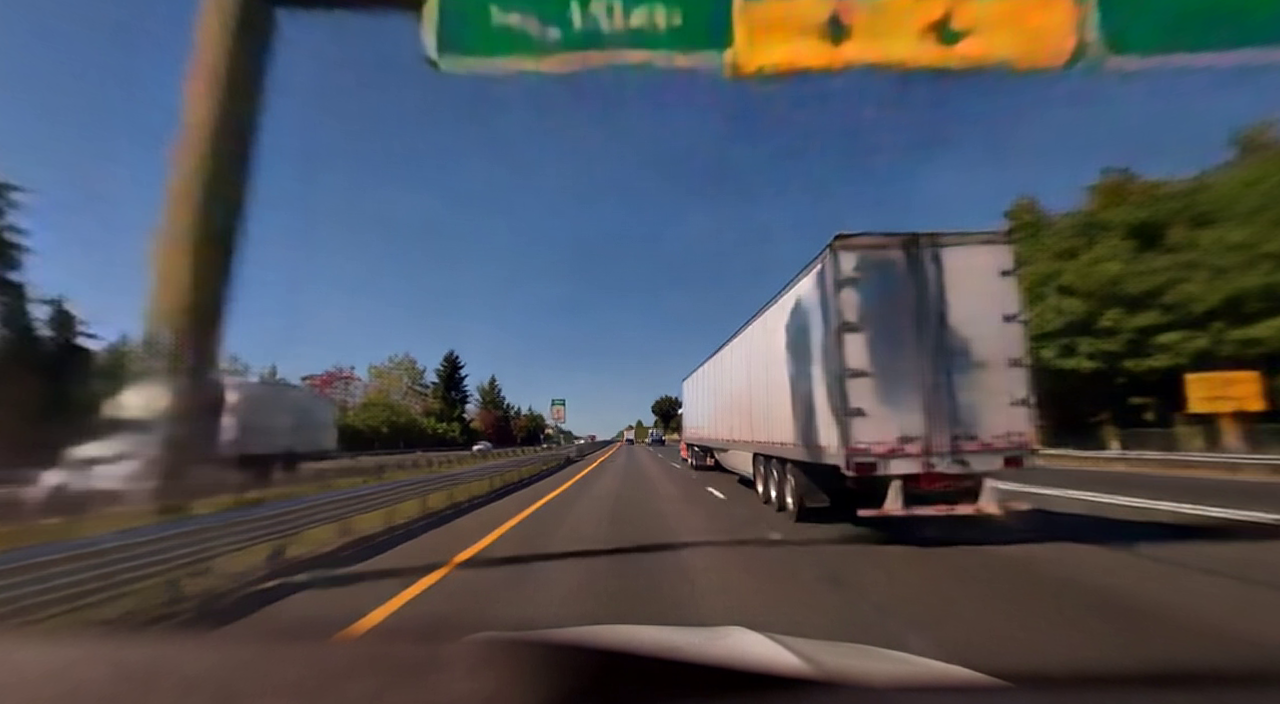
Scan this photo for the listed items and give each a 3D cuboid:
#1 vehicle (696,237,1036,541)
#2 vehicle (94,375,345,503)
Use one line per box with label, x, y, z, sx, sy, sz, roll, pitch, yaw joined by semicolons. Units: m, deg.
vehicle;3.499;1.307;14.895;2.954;3.995;13.335;0;-8;-1
vehicle;-12.749;2.767;20.325;2.697;3.310;7.825;0;-8;-1
